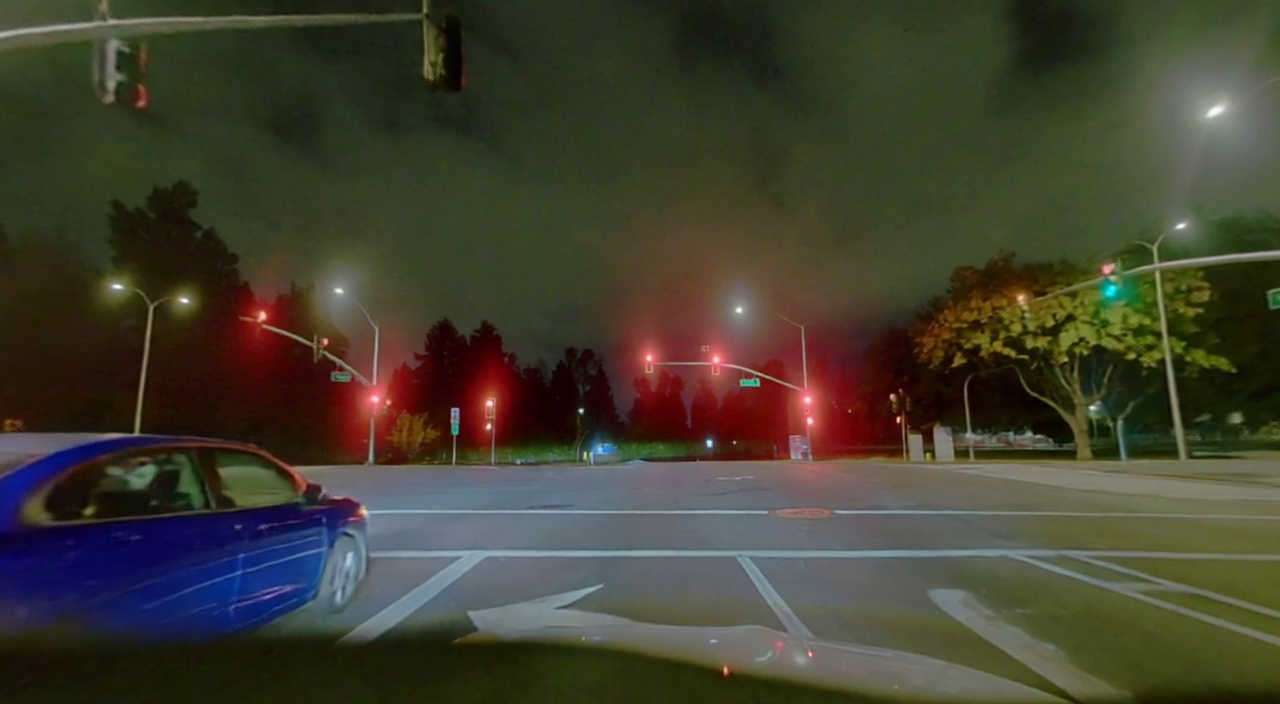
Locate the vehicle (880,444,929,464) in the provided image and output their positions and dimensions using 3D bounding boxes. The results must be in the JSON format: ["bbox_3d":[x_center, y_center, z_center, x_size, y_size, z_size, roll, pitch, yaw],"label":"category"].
[{"bbox_3d":[20.686,7.984,49.464,1.815,1.515,4.552,0,-9,0],"label":"vehicle"}]

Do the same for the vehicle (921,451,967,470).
[{"bbox_3d":[23.203,8.297,48.198,1.633,1.324,3.449,0,-8,-3],"label":"vehicle"}]

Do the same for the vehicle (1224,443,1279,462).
[{"bbox_3d":[47.008,7.616,48.048,1.574,1.369,3.611,-1,-8,5],"label":"vehicle"}]

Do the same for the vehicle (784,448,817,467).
[{"bbox_3d":[12.660,8.307,49.854,1.647,1.386,3.725,-1,-8,1],"label":"vehicle"}]

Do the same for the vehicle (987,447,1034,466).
[{"bbox_3d":[28.576,8.050,48.704,1.662,1.440,3.583,-1,-8,4],"label":"vehicle"}]

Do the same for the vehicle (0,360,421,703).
[{"bbox_3d":[-3.037,1.040,3.478,2.055,1.573,4.065,-1,-9,2],"label":"vehicle"}]

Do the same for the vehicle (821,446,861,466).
[{"bbox_3d":[15.699,8.143,49.401,1.714,1.458,4.206,0,-8,0],"label":"vehicle"}]
